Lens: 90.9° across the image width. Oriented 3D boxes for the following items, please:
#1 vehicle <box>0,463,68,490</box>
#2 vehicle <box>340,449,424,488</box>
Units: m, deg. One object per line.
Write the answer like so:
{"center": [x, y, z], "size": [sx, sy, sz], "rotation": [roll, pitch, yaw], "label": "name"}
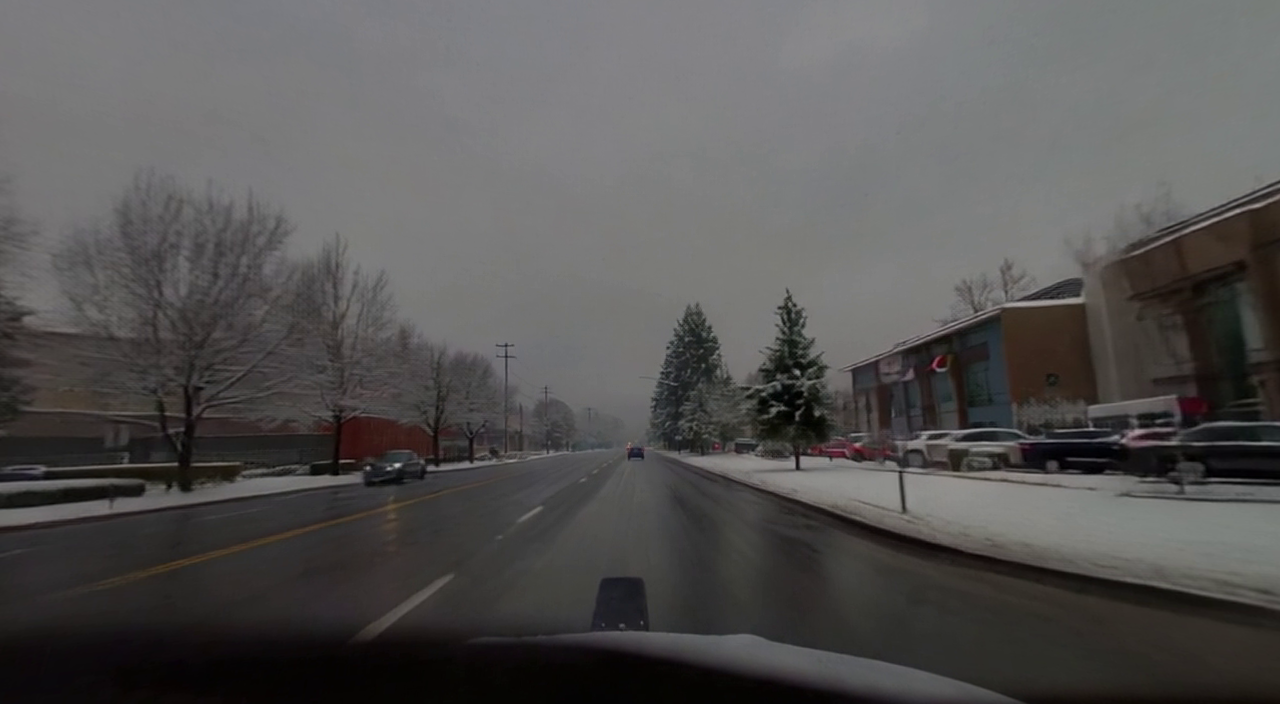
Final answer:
{"center": [-39.763, 7.830, 39.732], "size": [5.232, 1.633, 1.950], "rotation": [0, -9, -3], "label": "vehicle"}
{"center": [-12.001, 5.420, 29.705], "size": [2.096, 1.509, 4.666], "rotation": [-3, -9, -1], "label": "vehicle"}
